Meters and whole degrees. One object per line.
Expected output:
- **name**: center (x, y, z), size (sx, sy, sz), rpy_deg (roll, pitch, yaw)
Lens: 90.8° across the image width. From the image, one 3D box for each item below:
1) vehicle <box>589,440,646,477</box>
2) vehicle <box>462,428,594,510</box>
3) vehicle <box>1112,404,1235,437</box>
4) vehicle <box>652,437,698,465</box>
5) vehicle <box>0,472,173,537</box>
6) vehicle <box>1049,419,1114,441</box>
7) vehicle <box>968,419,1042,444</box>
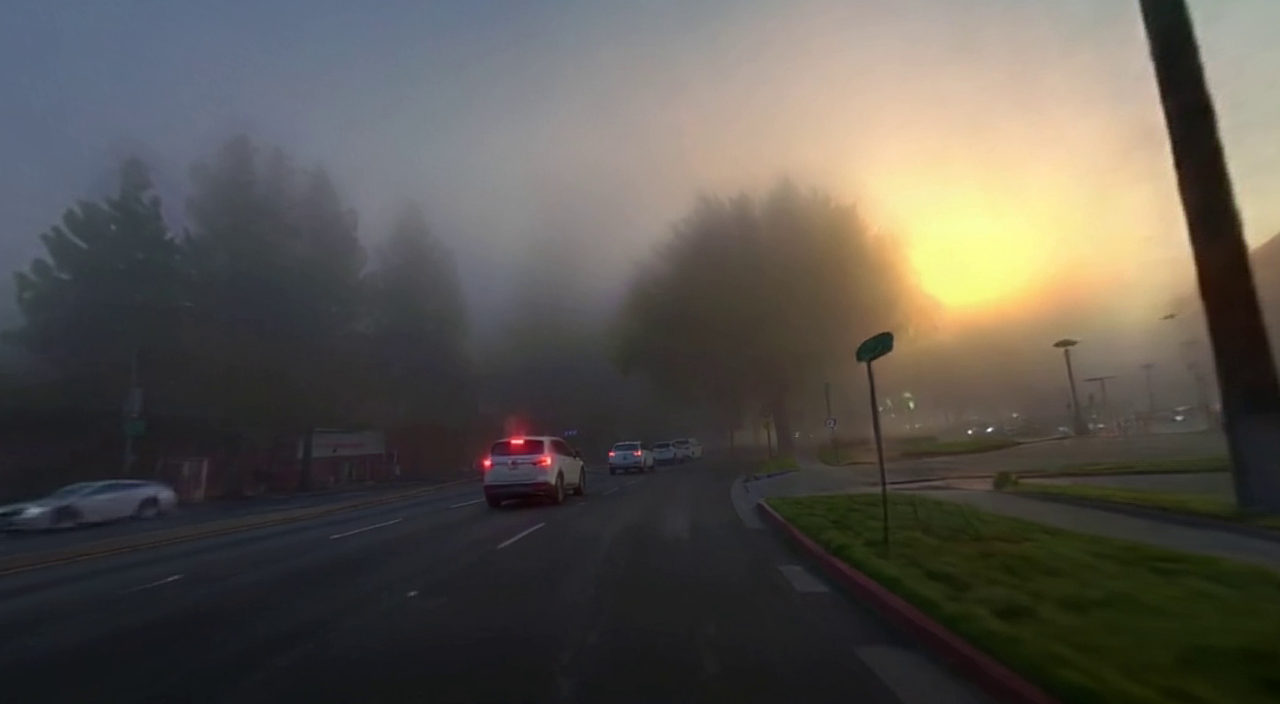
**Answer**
- **vehicle**: center (-1.032, 5.268, 31.481), size (2.002, 1.664, 4.113), rpy_deg (-2, -9, 11)
- **vehicle**: center (-2.823, 3.075, 17.106), size (2.168, 1.783, 4.695), rpy_deg (-4, -9, 7)
- **vehicle**: center (29.839, 3.901, 35.501), size (1.910, 1.652, 4.755), rpy_deg (4, -10, -28)
- **vehicle**: center (2.543, 7.036, 45.111), size (2.167, 1.832, 4.679), rpy_deg (-3, -9, 17)
- **vehicle**: center (-17.381, 4.721, 19.825), size (1.861, 1.482, 4.434), rpy_deg (-7, -9, 6)
- **vehicle**: center (30.340, 5.395, 43.389), size (4.106, 1.450, 1.901), rpy_deg (4, -10, -27)
- **vehicle**: center (27.446, 5.999, 47.506), size (4.982, 1.789, 2.303), rpy_deg (4, -9, -26)
